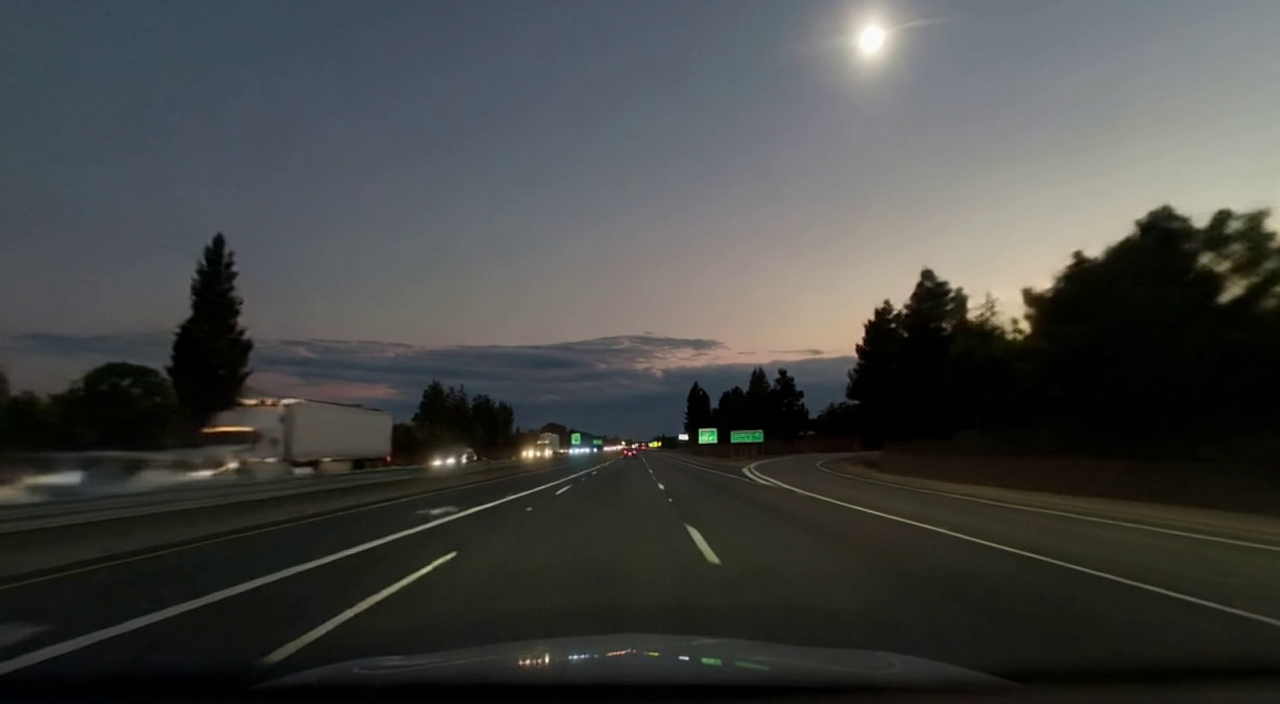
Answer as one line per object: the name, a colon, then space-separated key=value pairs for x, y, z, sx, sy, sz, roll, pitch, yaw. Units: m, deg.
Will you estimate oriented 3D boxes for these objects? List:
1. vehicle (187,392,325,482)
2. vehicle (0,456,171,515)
vehicle: x=-19.440 y=4.422 z=32.528 sx=3.220 sy=4.182 sz=5.975 roll=0 pitch=-9 yaw=-1
vehicle: x=-15.594 y=3.661 z=17.746 sx=1.858 sy=1.421 sz=3.742 roll=0 pitch=-9 yaw=0
